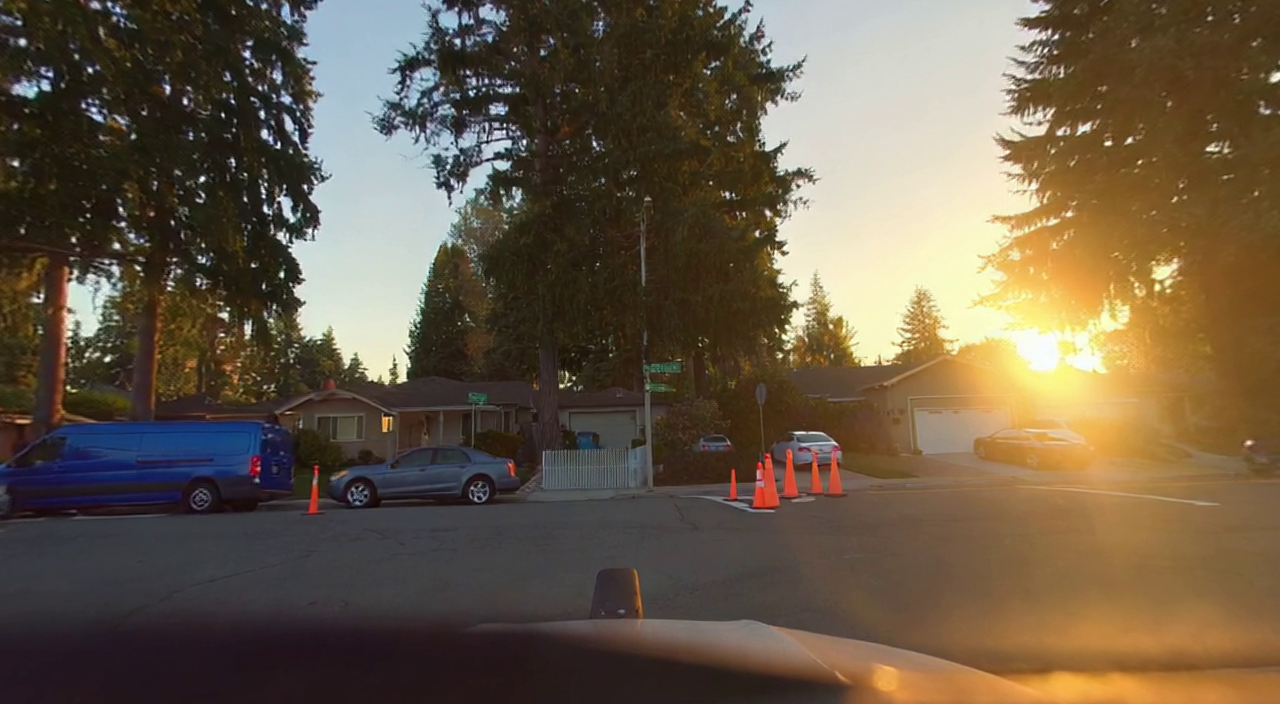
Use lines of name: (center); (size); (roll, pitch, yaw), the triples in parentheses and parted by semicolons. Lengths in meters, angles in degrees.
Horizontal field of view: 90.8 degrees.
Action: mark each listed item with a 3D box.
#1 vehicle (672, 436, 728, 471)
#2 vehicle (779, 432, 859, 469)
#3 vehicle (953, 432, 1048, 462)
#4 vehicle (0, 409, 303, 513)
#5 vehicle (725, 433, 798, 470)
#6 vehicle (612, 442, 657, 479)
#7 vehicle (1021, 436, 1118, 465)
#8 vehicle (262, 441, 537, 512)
vehicle: (2.596, 4.531, 28.372); (1.745, 1.461, 4.074); (1, -9, -6)
vehicle: (8.065, 4.499, 28.943); (1.893, 1.529, 4.422); (1, -9, -7)
vehicle: (23.682, 6.246, 41.577); (4.984, 1.912, 2.132); (1, -8, -6)
vehicle: (-14.052, 3.040, 17.449); (7.824, 2.323, 2.863); (-3, -10, -2)
vehicle: (5.346, 4.463, 28.489); (2.007, 1.555, 4.204); (1, -9, -7)
vehicle: (-0.302, 4.755, 27.931); (1.648, 1.430, 3.654); (4, -9, -4)
vehicle: (22.776, 5.221, 33.558); (3.863, 1.453, 1.826); (1, -8, -5)
vehicle: (-6.386, 3.415, 17.831); (6.643, 1.777, 2.925); (1, -9, -6)
